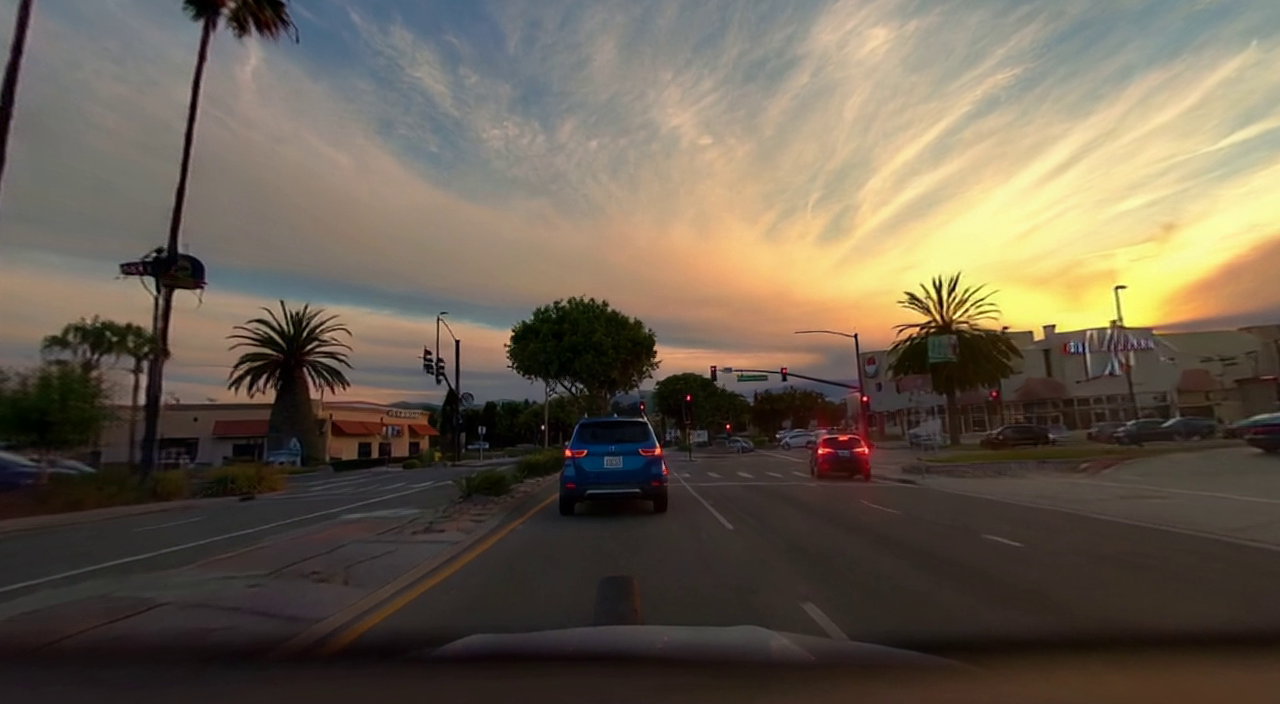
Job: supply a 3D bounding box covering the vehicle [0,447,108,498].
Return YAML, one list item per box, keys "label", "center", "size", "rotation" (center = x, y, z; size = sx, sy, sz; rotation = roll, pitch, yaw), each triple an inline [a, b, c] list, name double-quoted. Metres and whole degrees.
- label: "vehicle"
  center: [-19.457, 3.683, 19.527]
  size: [4.277, 1.482, 1.950]
  rotation: [0, -8, 2]

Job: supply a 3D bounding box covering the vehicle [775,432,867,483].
- label: "vehicle"
  center: [6.163, 3.634, 22.066]
  size: [2.086, 1.560, 4.542]
  rotation: [-1, -8, 3]

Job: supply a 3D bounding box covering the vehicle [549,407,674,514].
- label: "vehicle"
  center: [-0.579, 2.317, 13.909]
  size: [2.263, 1.932, 4.709]
  rotation: [0, -8, -2]

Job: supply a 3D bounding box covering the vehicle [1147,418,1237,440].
- label: "vehicle"
  center: [39.067, 5.478, 44.879]
  size: [4.527, 1.458, 1.778]
  rotation: [-6, -10, 34]

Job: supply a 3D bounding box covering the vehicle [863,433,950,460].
- label: "vehicle"
  center: [15.405, 5.433, 36.510]
  size: [4.745, 1.474, 1.923]
  rotation: [4, -9, -26]

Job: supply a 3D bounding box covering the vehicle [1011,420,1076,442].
- label: "vehicle"
  center: [31.727, 6.274, 49.775]
  size: [4.167, 1.655, 1.841]
  rotation: [-5, -10, 31]
